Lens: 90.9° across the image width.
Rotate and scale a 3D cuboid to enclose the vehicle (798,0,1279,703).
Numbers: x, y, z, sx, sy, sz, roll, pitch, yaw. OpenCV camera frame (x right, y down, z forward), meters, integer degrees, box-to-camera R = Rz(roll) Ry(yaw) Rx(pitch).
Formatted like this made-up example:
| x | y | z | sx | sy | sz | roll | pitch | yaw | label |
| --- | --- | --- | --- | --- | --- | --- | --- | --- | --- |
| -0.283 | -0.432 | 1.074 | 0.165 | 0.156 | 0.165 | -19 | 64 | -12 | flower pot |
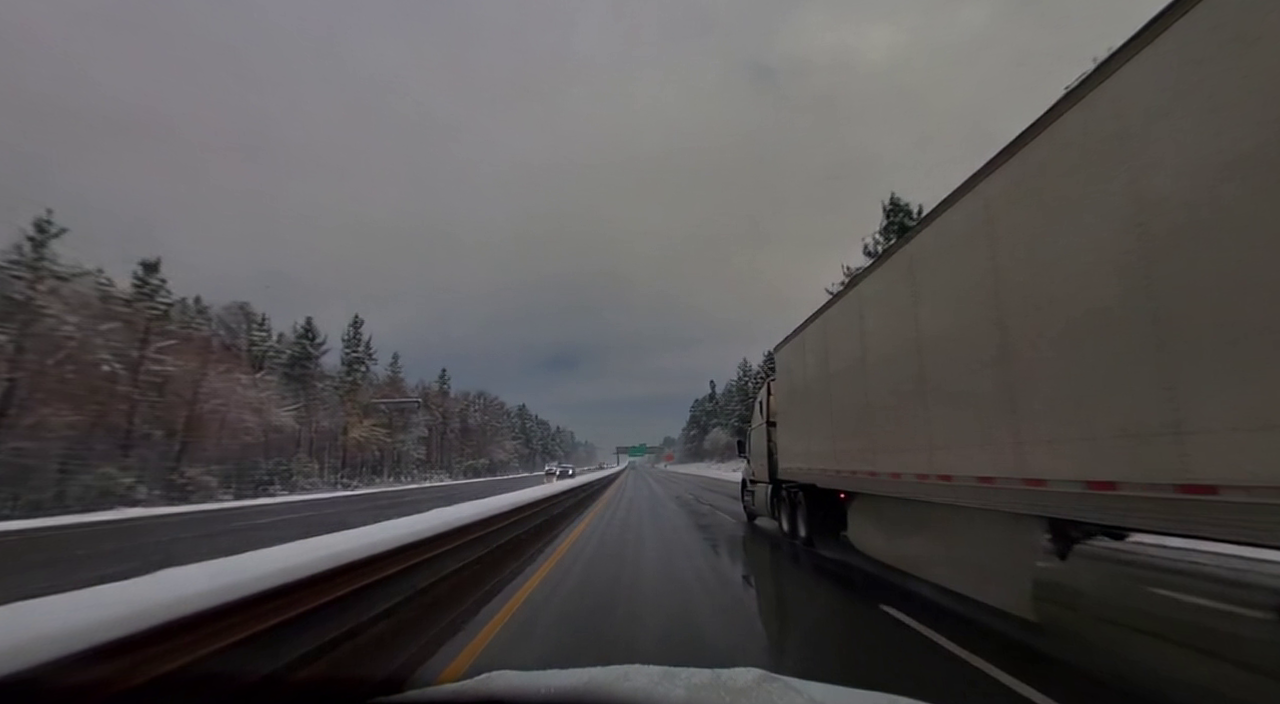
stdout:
| x | y | z | sx | sy | sz | roll | pitch | yaw | label |
| --- | --- | --- | --- | --- | --- | --- | --- | --- | --- |
| 4.657 | 0.221 | 4.804 | 3.204 | 4.102 | 13.306 | 1 | -10 | -1 | vehicle |
